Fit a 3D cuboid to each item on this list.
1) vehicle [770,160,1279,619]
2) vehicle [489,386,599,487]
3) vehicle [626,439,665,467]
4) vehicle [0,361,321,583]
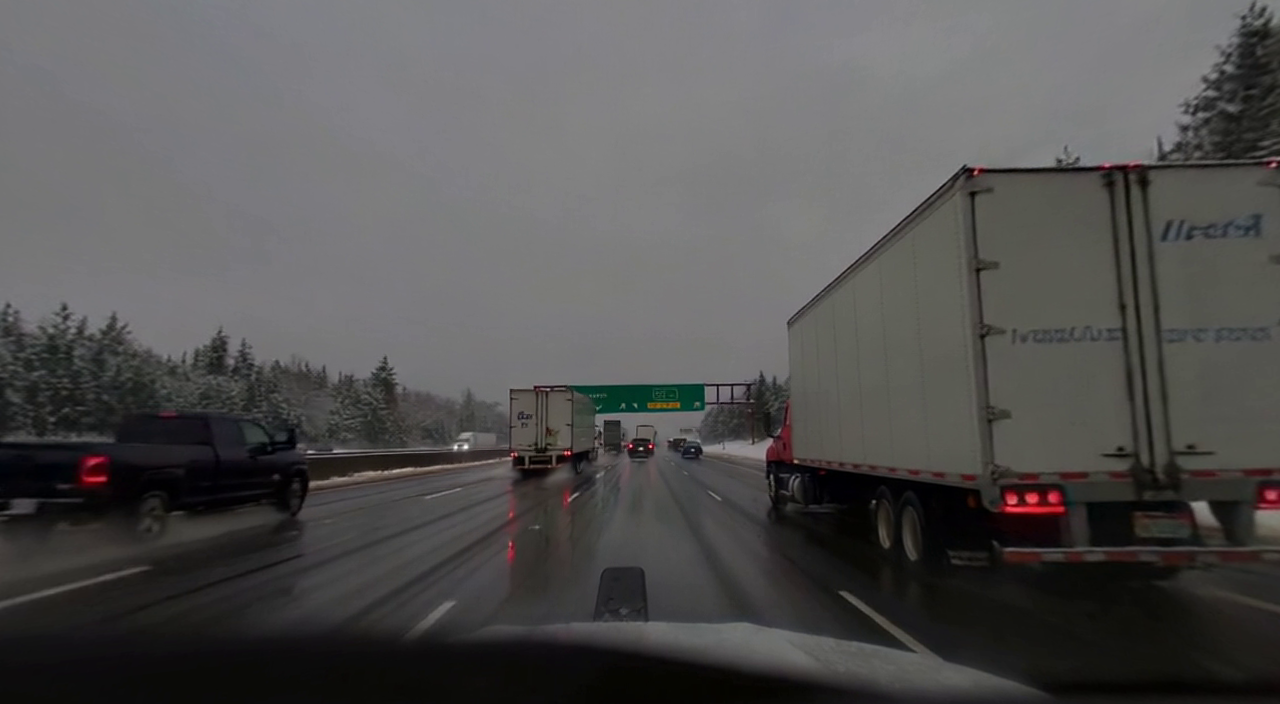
[{"bbox_3d":[4.034,0.752,8.552,2.895,3.484,7.631,0,-8,0],"label":"vehicle"},{"bbox_3d":[-3.265,3.218,23.690,2.745,3.156,7.608,0,-8,1],"label":"vehicle"},{"bbox_3d":[0.290,5.793,36.174,2.105,1.502,4.068,0,-8,0],"label":"vehicle"},{"bbox_3d":[-7.256,1.591,9.111,2.322,2.195,5.556,0,-8,0],"label":"vehicle"}]
